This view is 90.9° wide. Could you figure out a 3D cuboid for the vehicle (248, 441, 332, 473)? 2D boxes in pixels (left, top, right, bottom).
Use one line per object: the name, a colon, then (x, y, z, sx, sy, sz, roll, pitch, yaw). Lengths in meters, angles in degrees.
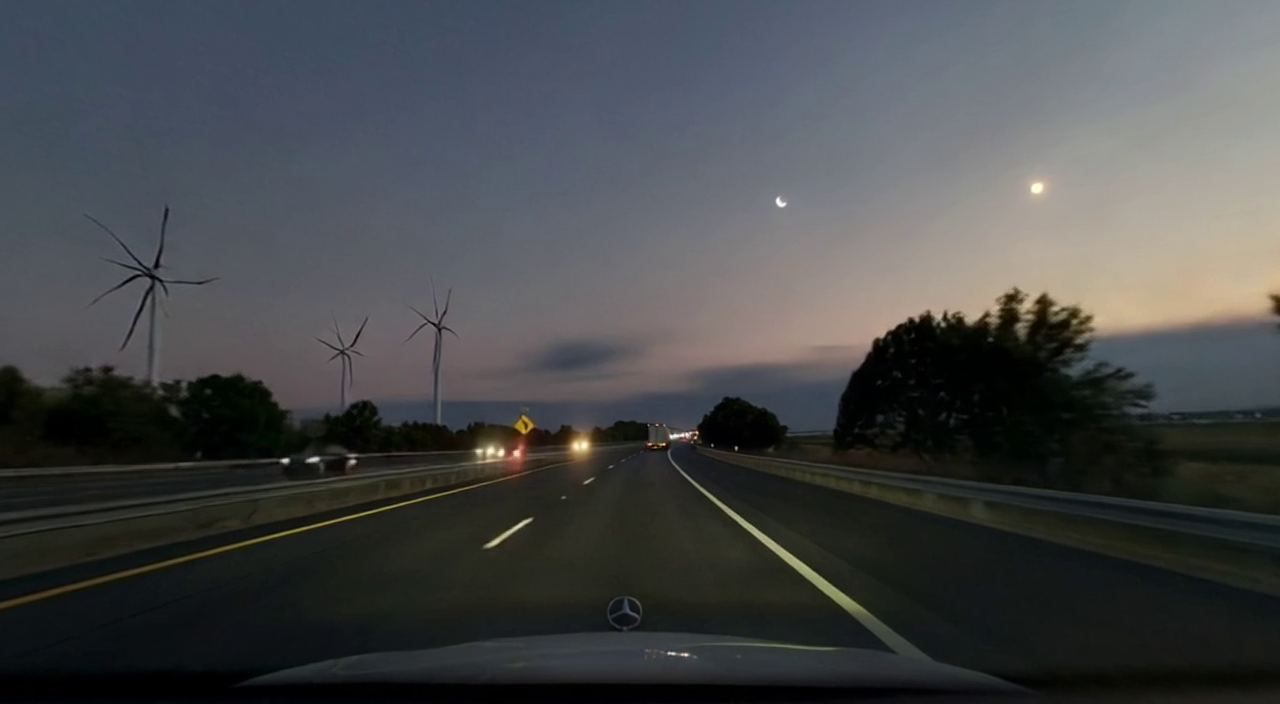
vehicle: (-17.033, 5.119, 30.868, 1.790, 1.442, 3.956, 0, -9, 1)
